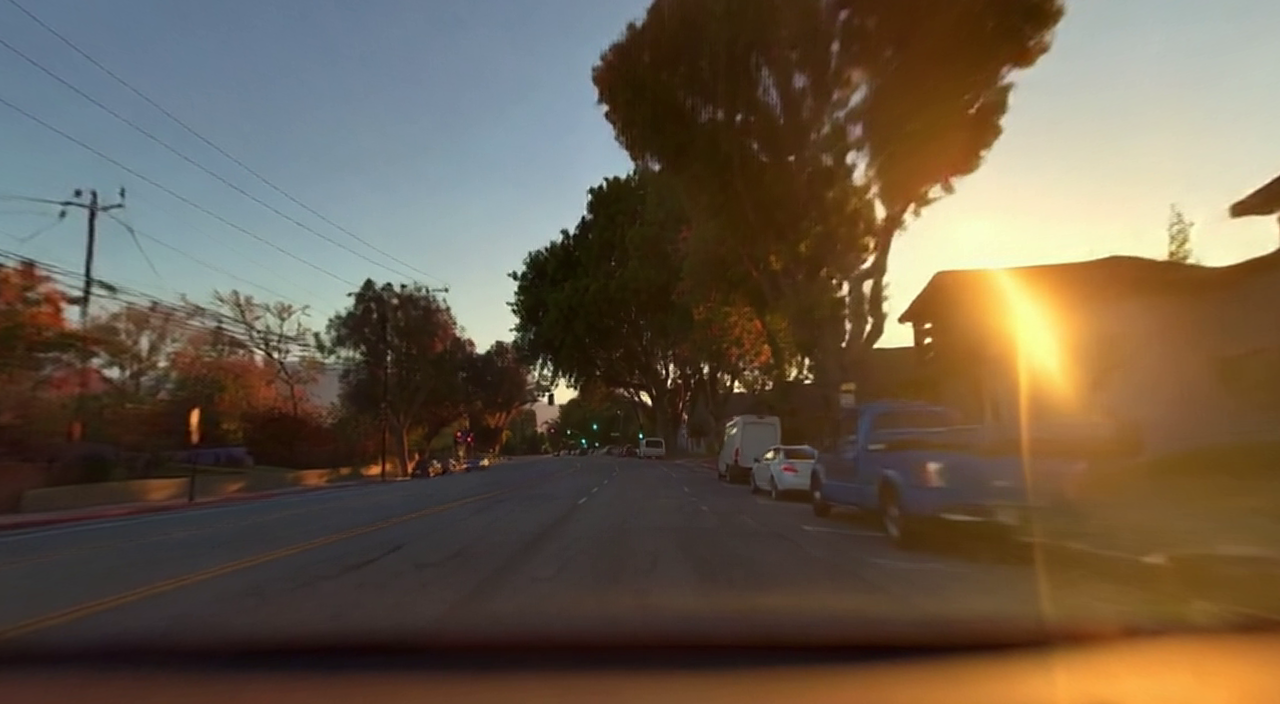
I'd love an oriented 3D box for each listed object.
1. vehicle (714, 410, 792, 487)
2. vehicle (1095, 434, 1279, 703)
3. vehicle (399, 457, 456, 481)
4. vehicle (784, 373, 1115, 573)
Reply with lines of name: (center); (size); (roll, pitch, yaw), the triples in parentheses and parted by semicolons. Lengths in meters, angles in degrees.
vehicle: (4.643, 4.117, 26.831); (2.229, 2.912, 5.697); (0, -9, 0)
vehicle: (4.146, 0.969, 2.085); (1.804, 1.432, 4.594); (0, -9, 0)
vehicle: (-14.555, 7.991, 43.258); (1.990, 1.487, 4.767); (-1, -9, 4)
vehicle: (4.042, 1.771, 9.852); (2.293, 2.171, 5.871); (0, -9, 1)
